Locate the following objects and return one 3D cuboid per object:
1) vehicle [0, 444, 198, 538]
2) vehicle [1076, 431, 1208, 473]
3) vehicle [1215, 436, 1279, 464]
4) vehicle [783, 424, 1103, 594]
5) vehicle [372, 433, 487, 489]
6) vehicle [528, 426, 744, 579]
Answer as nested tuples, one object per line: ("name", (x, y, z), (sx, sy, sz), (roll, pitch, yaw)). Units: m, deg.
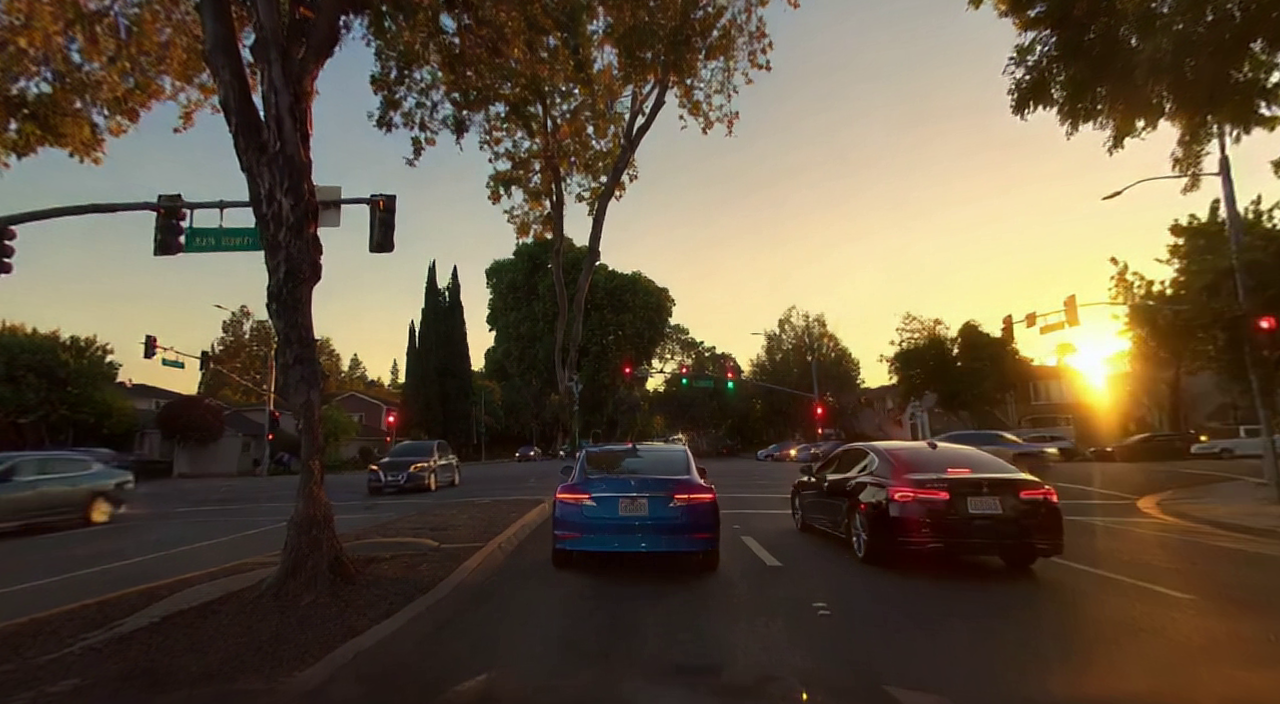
("vehicle", (-11.491, 2.562, 12.212), (2.102, 1.531, 5.072), (0, -8, 2))
("vehicle", (23.985, 4.782, 30.307), (4.520, 1.762, 2.005), (-1, -8, -1))
("vehicle", (33.763, 5.192, 33.632), (4.489, 1.432, 1.790), (0, -9, 0))
("vehicle", (3.181, 1.714, 7.766), (1.913, 1.505, 4.097), (0, -8, 0))
("vehicle", (-7.476, 3.932, 23.148), (2.383, 1.779, 4.973), (0, -8, 1))
("vehicle", (-0.053, 1.779, 8.273), (2.103, 1.478, 4.073), (0, -8, -1))
